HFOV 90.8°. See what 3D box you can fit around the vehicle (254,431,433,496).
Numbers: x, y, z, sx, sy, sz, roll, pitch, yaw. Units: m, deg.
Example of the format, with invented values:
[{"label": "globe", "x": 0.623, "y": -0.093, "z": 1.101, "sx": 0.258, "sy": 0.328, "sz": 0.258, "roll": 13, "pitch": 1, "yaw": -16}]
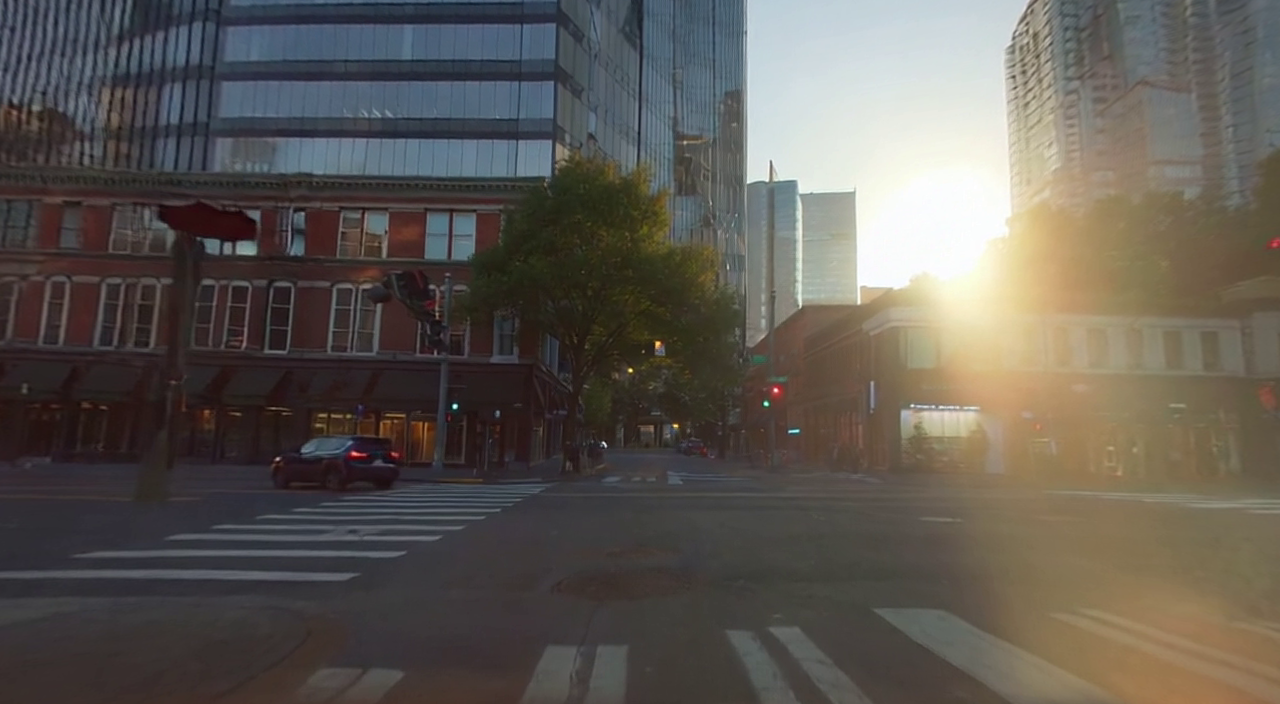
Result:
[{"label": "vehicle", "x": -7.821, "y": 2.865, "z": 16.577, "sx": 4.459, "sy": 1.482, "sz": 2.106, "roll": -6, "pitch": -10, "yaw": 32}]
